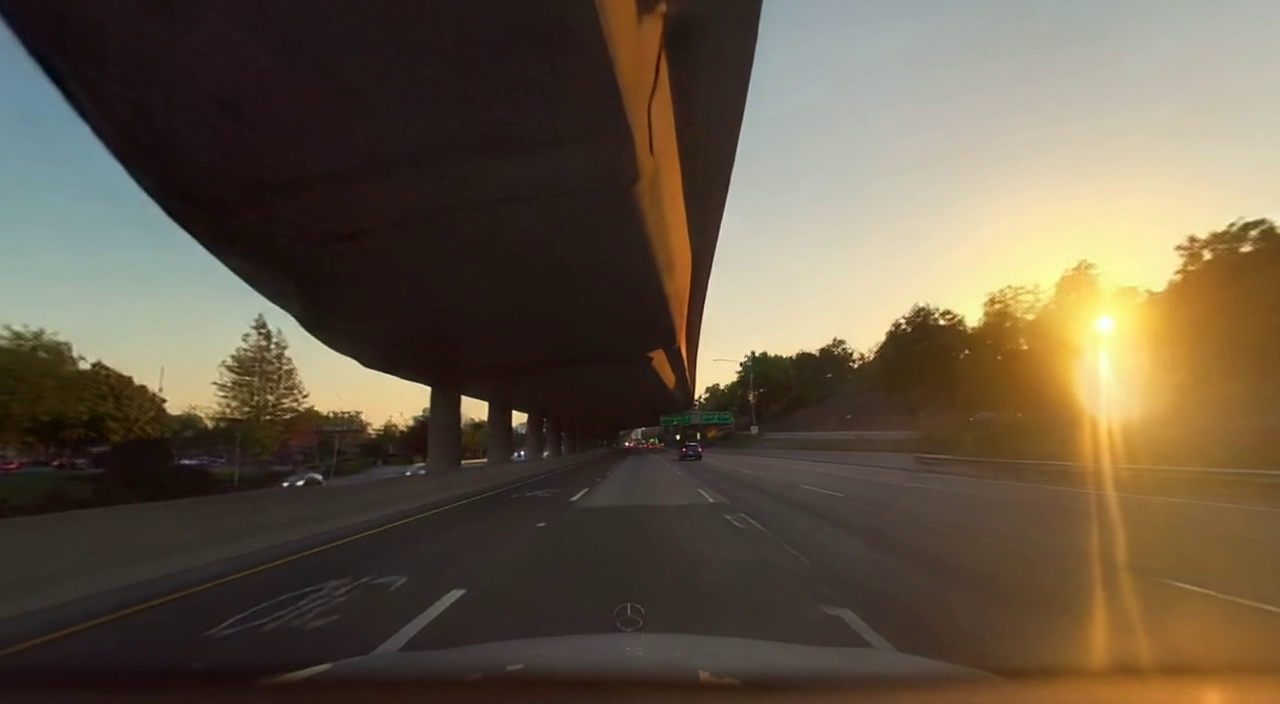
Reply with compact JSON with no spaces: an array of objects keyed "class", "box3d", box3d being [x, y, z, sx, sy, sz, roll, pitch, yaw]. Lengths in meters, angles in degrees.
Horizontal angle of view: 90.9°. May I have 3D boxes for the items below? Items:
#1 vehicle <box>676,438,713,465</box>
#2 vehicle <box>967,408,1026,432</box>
[{"class":"vehicle","box3d":[3.780,6.962,44.325,2.099,1.748,4.331,0,-8,-2]},{"class":"vehicle","box3d":[26.230,5.055,46.556,1.887,1.537,3.996,0,-8,-2]}]
